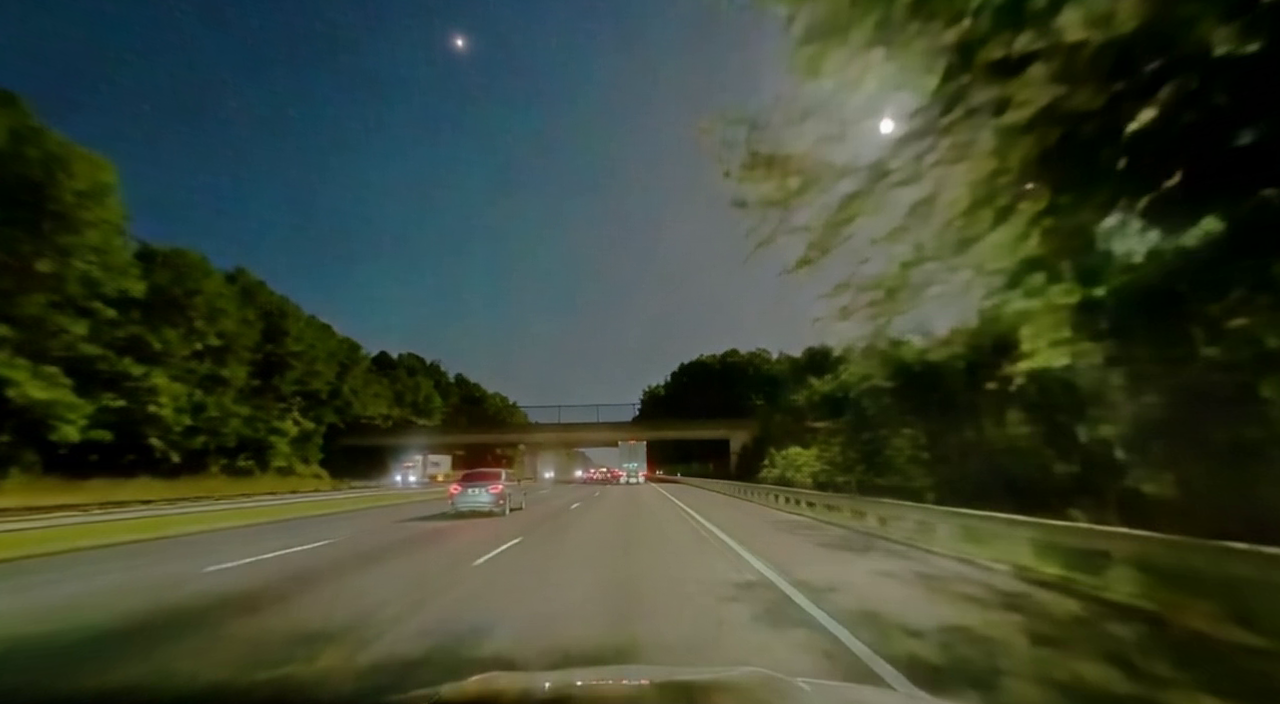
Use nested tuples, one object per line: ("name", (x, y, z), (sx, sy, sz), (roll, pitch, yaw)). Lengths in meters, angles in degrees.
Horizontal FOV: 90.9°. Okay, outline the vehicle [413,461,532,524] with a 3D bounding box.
("vehicle", (-4.420, 3.812, 17.530), (1.950, 1.460, 4.812), (1, -11, 0))
